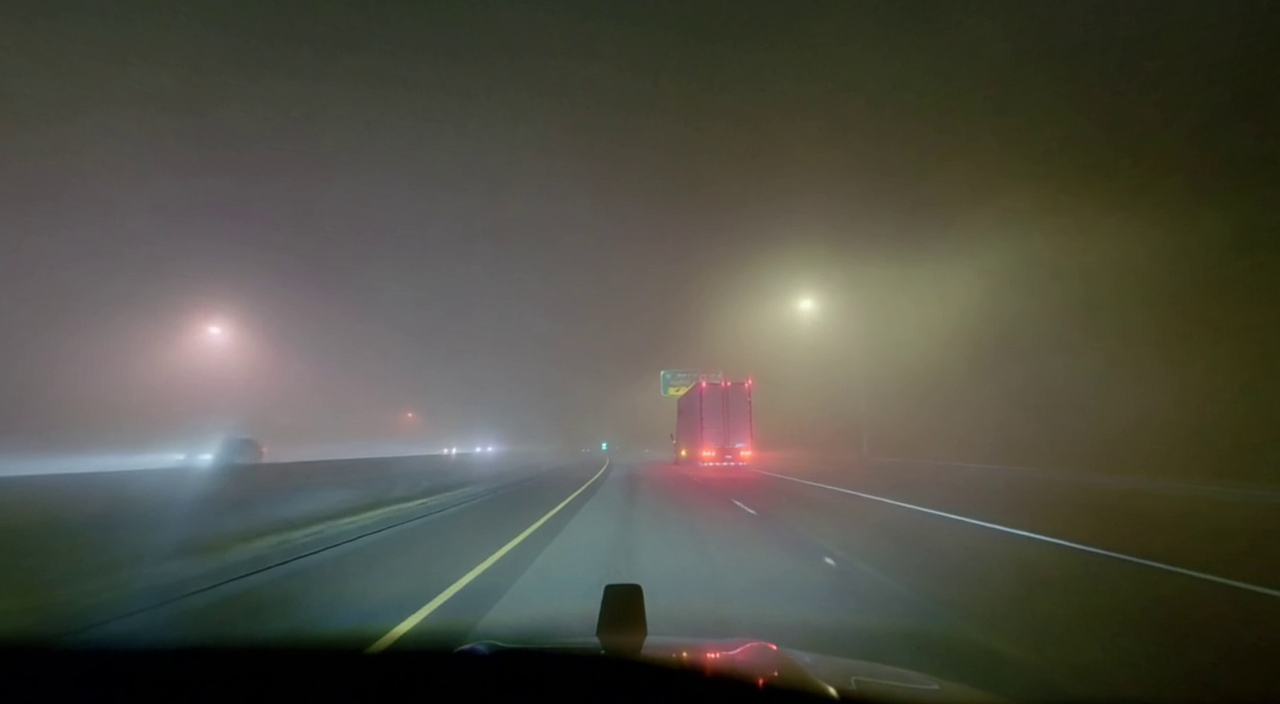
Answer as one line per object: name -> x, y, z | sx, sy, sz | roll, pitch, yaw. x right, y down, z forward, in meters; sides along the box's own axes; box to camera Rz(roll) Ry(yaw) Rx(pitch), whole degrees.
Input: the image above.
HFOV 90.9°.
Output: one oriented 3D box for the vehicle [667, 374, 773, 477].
vehicle -> 3.668, 4.298, 34.995 | 2.932, 4.205, 18.253 | 0, -8, -2
